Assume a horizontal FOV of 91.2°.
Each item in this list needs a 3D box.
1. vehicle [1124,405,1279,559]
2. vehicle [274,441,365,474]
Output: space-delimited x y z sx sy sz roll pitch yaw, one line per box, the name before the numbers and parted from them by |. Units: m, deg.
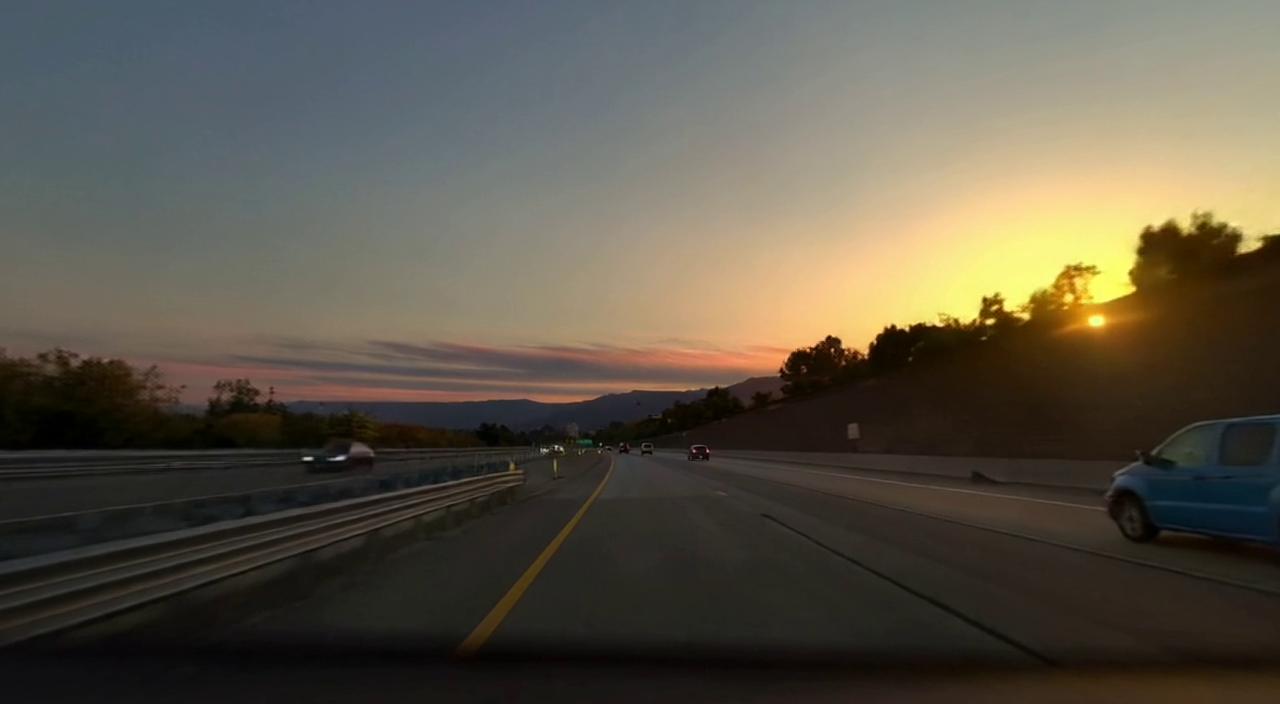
vehicle | 8.101 1.428 6.919 1.994 1.696 4.264 0 -9 -1
vehicle | -16.083 5.307 31.784 2.086 1.528 4.789 -1 -9 0
